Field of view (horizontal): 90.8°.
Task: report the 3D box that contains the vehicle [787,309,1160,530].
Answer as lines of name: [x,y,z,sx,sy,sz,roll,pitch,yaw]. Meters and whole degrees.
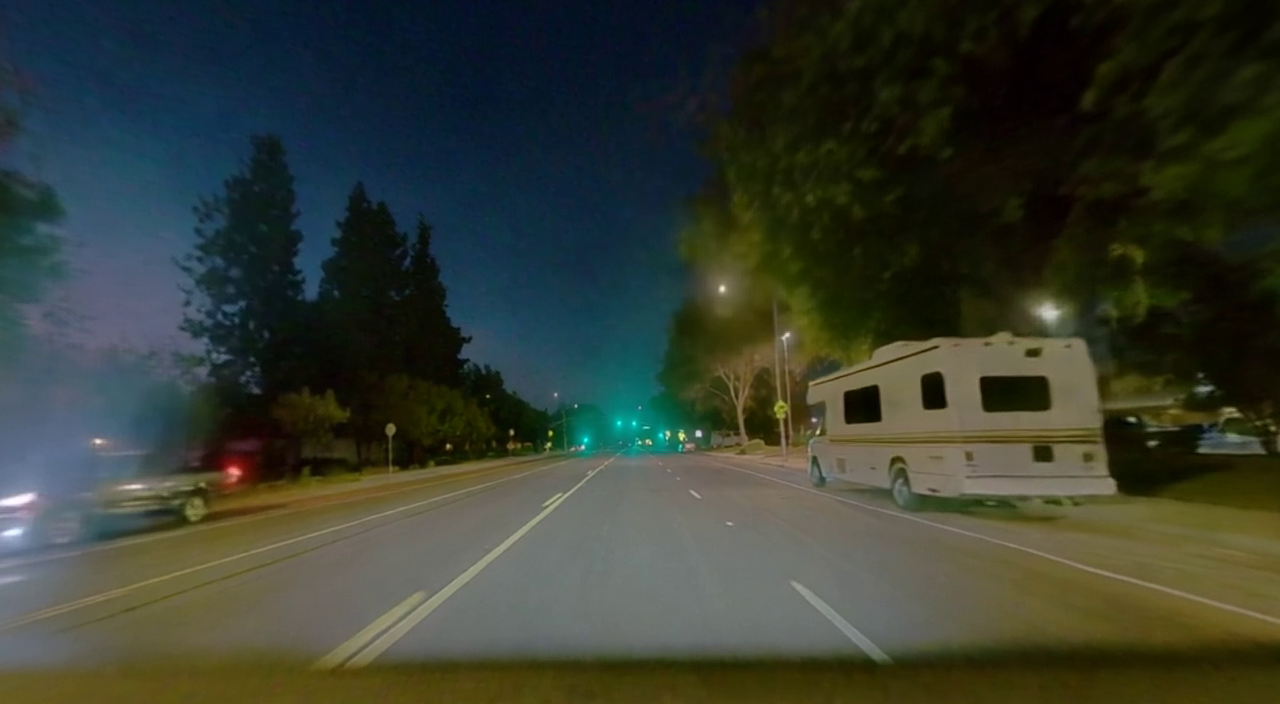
vehicle: [6.023,1.667,14.203,2.944,3.252,9.712,0,-8,-1]

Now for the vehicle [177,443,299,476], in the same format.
vehicle: [-26.594,7.055,41.973,6.500,1.985,2.363,6,-10,-38]

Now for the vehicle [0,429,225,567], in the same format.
vehicle: [-9.924,2.337,10.901,2.391,1.843,4.764,-2,-8,-1]
